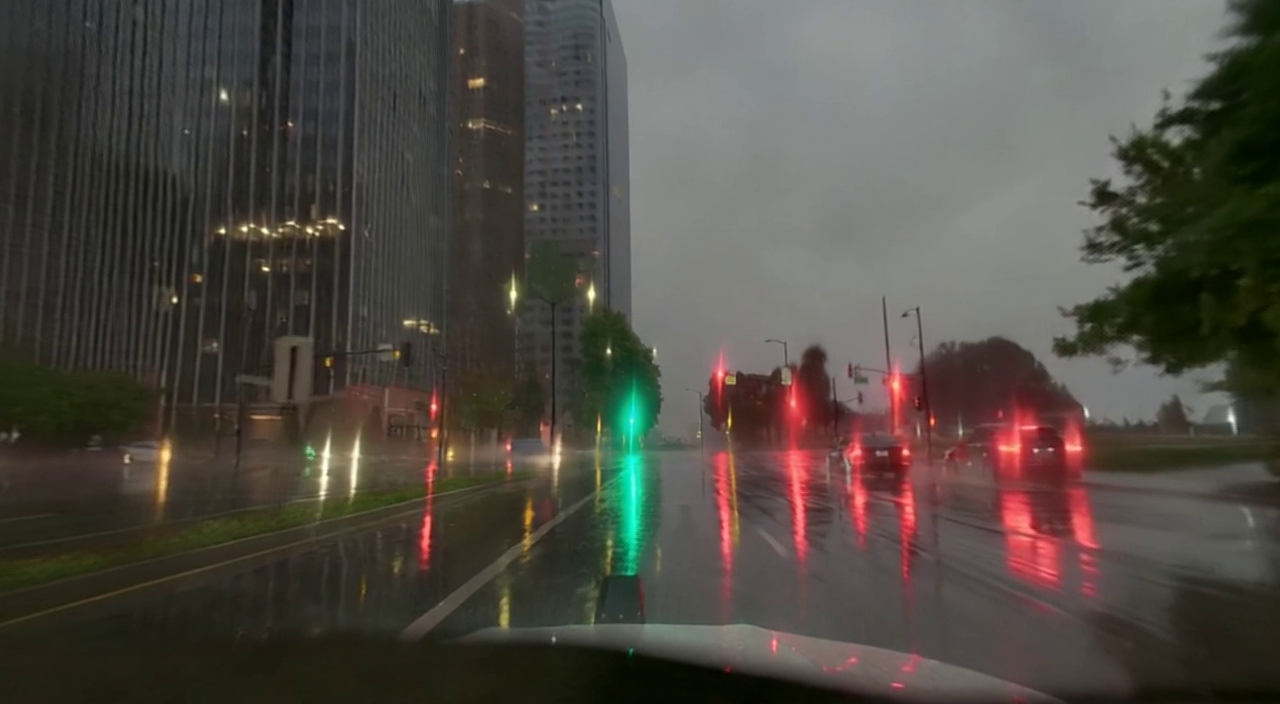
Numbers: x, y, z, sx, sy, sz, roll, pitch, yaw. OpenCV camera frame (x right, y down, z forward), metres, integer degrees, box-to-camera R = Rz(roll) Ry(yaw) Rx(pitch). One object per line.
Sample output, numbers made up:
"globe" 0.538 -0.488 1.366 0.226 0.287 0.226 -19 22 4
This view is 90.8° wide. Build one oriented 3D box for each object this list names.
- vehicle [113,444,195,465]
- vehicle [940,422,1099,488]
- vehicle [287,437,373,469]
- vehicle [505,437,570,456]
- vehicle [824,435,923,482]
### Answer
"vehicle" -35.600 7.509 46.371 4.503 1.475 1.789 0 -8 0
"vehicle" 11.697 3.225 20.009 2.027 1.810 4.854 0 -8 0
"vehicle" -19.521 6.336 39.802 4.779 1.910 2.125 -4 -9 21
"vehicle" -8.055 7.446 49.810 4.762 1.420 1.814 -1 -8 1
"vehicle" 8.309 3.826 23.032 1.936 1.489 4.885 -1 -8 2
